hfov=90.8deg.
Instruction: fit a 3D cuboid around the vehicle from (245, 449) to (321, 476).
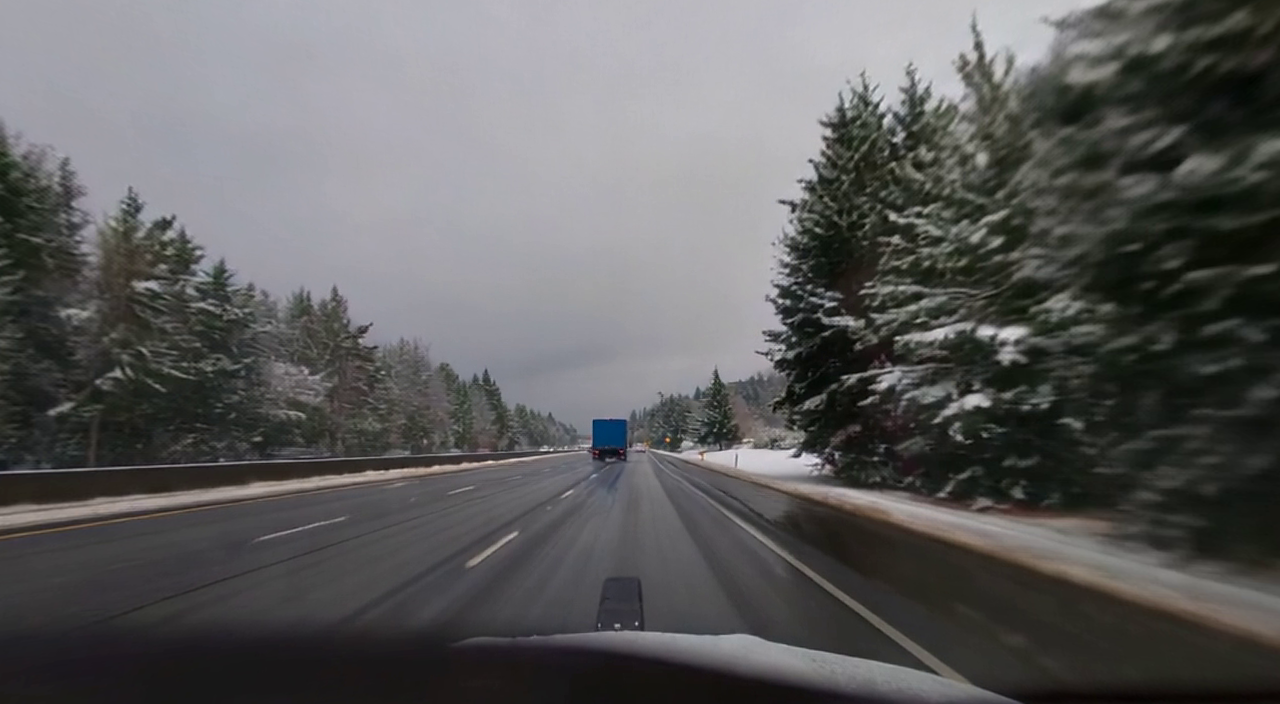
[{"bbox_3d":[-21.633,6.691,38.531,1.965,1.537,4.609,0,-9,0],"label":"vehicle"}]
